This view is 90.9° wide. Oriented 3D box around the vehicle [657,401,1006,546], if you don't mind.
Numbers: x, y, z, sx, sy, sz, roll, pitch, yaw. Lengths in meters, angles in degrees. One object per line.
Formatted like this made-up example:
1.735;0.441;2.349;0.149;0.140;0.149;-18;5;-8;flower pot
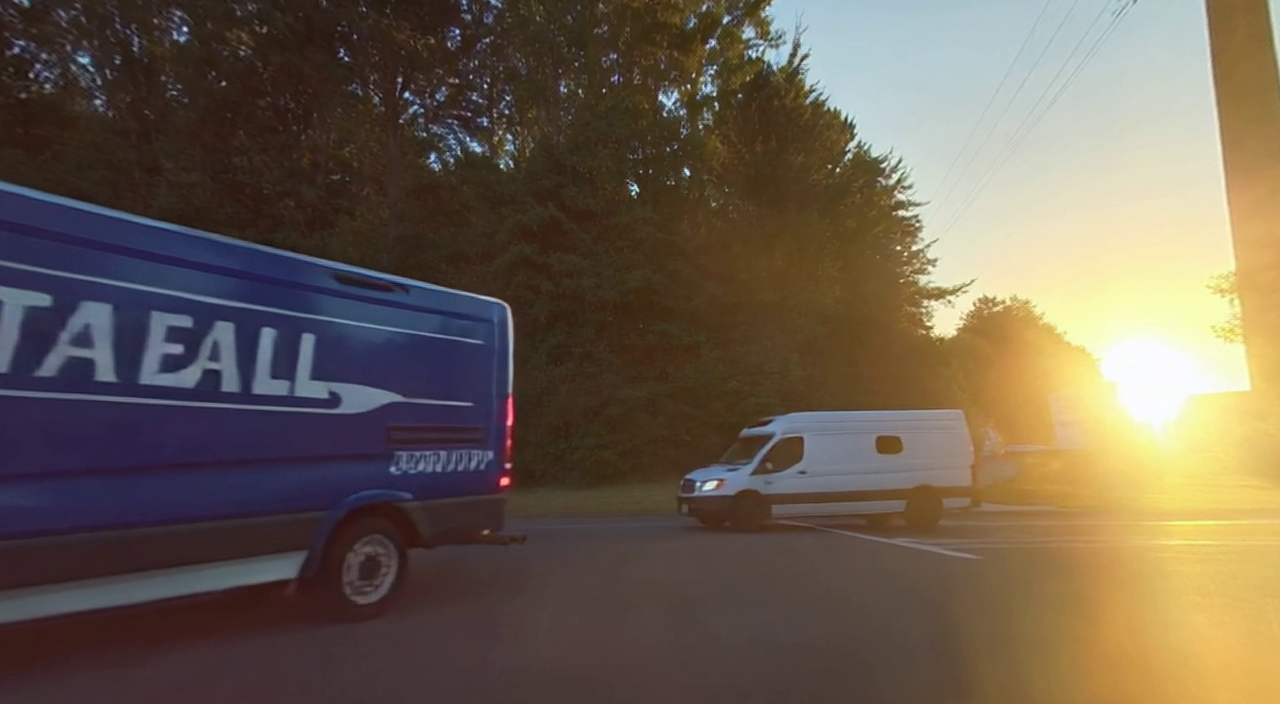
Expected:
3.415;2.262;12.153;5.923;2.424;2.247;1;-9;-6;vehicle

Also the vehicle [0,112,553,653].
-5.277;0.305;5.179;2.740;3.622;9.765;-8;-11;39;vehicle
